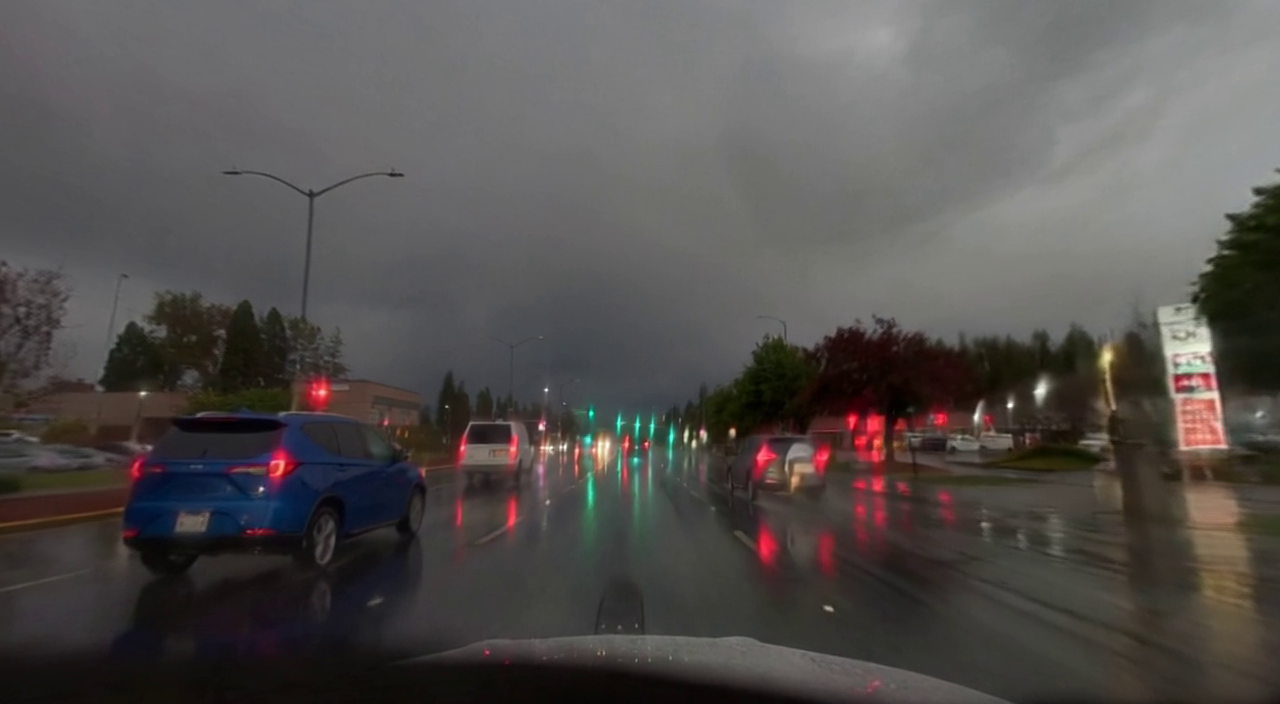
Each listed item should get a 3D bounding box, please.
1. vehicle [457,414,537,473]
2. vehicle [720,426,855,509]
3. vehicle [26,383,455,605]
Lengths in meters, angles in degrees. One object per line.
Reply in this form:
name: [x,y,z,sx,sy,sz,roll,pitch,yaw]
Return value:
vehicle: [-6.812,4.516,30.946,2.863,2.592,6.410,1,-9,-4]
vehicle: [3.542,2.899,16.232,2.167,1.792,4.835,1,-9,-2]
vehicle: [-3.824,1.453,7.235,2.038,1.748,4.303,0,-9,0]
